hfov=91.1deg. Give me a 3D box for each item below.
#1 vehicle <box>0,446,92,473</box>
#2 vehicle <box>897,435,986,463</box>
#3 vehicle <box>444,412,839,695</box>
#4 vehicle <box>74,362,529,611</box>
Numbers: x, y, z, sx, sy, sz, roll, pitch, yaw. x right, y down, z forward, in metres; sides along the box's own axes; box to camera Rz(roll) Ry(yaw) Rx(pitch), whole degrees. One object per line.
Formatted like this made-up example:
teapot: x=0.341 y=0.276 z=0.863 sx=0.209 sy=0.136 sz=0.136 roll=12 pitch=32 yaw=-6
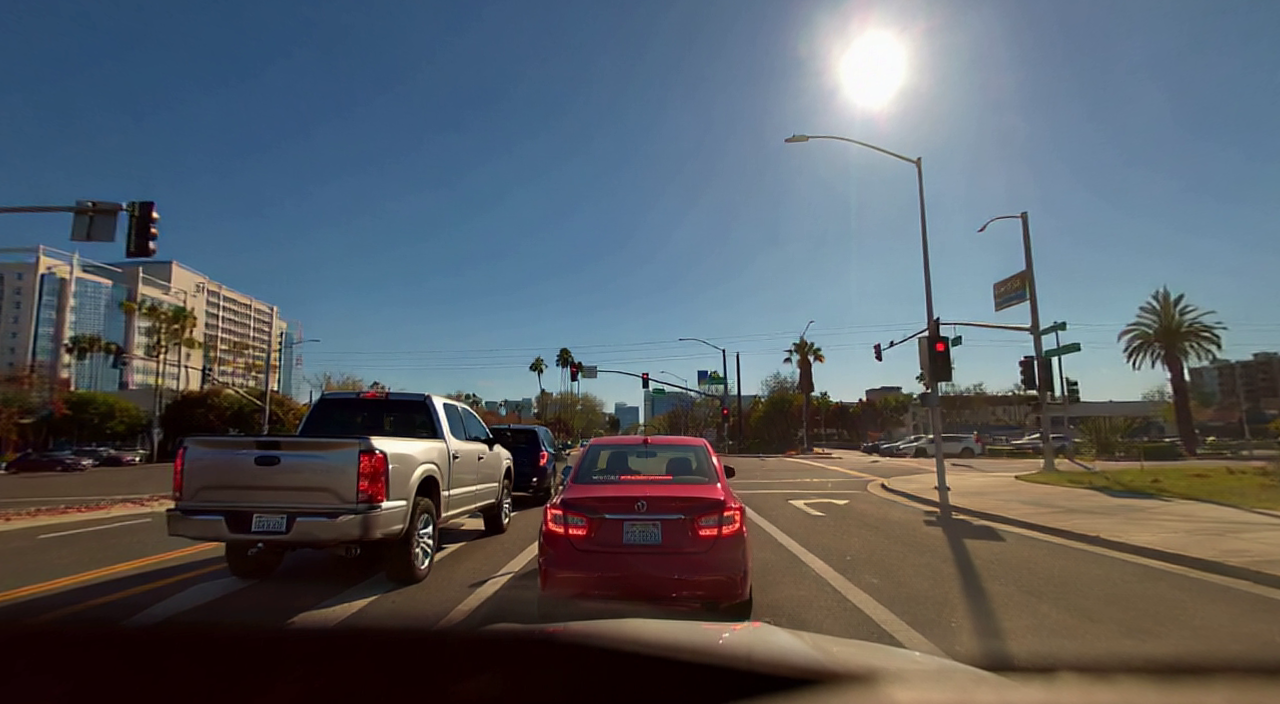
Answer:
vehicle: x=-37.112 y=6.643 z=38.854 sx=4.576 sy=1.617 sz=1.937 roll=0 pitch=-8 yaw=2
vehicle: x=18.808 y=6.078 z=39.299 sx=4.466 sy=1.717 sz=1.963 roll=0 pitch=-8 yaw=2
vehicle: x=0.037 y=1.394 z=5.530 sx=2.122 sy=1.501 sz=4.152 roll=0 pitch=-8 yaw=1
vehicle: x=-3.231 y=1.476 z=7.901 sx=2.330 sy=1.969 sz=5.626 roll=-1 pitch=-8 yaw=3
